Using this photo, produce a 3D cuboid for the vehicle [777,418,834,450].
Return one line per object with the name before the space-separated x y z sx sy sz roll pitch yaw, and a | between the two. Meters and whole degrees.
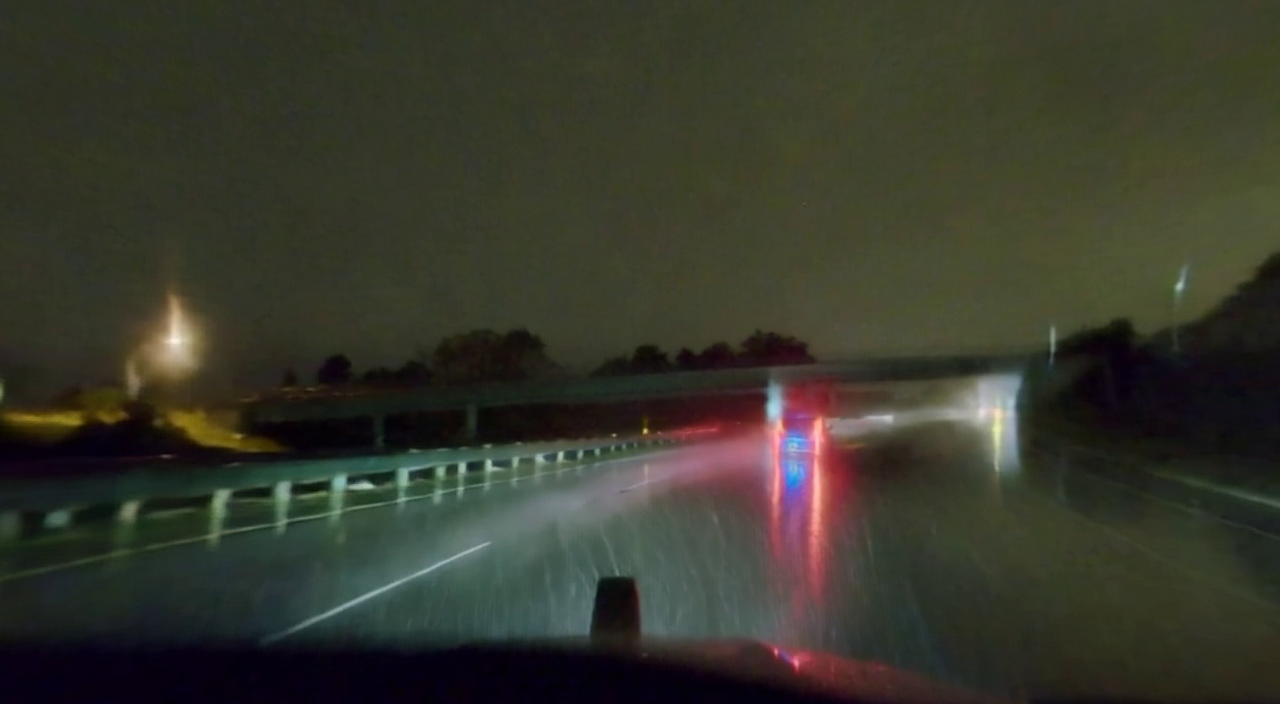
vehicle | 8.307 4.098 31.434 2.028 1.440 3.970 -2 -8 25
